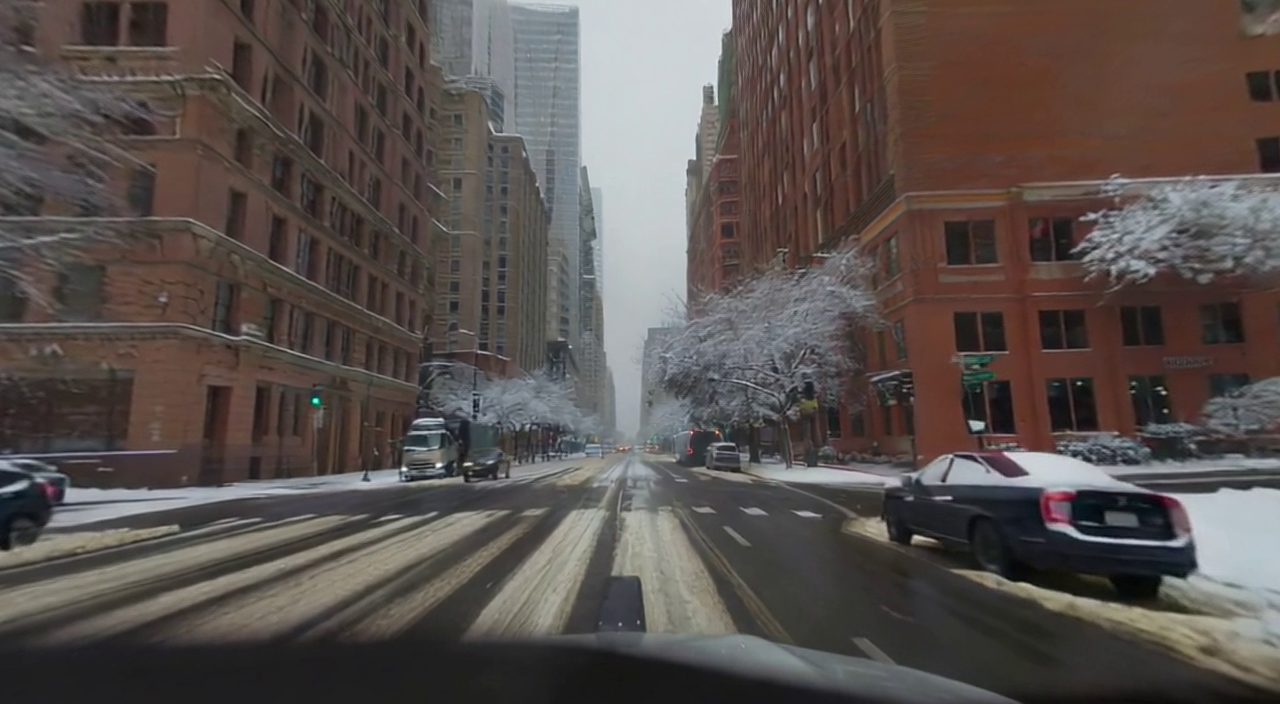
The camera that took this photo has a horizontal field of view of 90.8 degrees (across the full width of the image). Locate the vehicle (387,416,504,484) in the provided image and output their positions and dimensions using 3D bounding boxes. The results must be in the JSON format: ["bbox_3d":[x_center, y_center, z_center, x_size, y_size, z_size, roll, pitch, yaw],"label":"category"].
[{"bbox_3d":[-11.487,5.957,39.040,3.049,3.345,12.614,-4,-8,1],"label":"vehicle"}]

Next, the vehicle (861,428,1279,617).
[{"bbox_3d":[4.482,1.703,7.353,2.079,1.501,4.385,0,-9,-2],"label":"vehicle"}]

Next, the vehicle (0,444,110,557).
[{"bbox_3d":[-11.224,2.390,9.904,2.039,1.770,4.445,-3,-9,-2],"label":"vehicle"}]

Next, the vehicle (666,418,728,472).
[{"bbox_3d":[3.608,6.198,41.905,2.952,3.171,7.939,0,-9,-3],"label":"vehicle"}]

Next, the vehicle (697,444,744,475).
[{"bbox_3d":[4.187,5.649,33.423,1.891,1.535,4.068,0,-9,0],"label":"vehicle"}]
